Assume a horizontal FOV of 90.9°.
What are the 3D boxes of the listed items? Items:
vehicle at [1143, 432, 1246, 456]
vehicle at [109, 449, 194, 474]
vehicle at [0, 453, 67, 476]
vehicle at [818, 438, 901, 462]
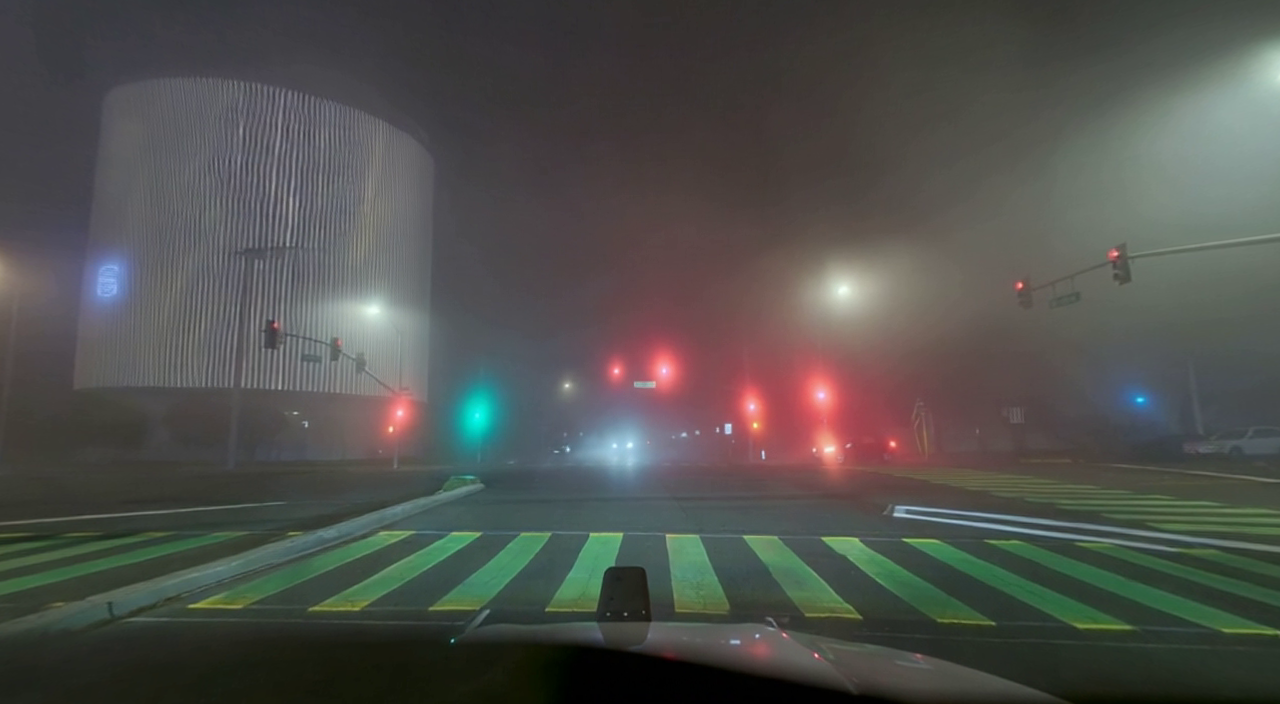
[{"bbox_3d":[36.171,6.024,41.200,4.767,1.456,1.858,-1,-8,3],"label":"vehicle"},{"bbox_3d":[-33.072,7.404,42.751,4.136,1.661,1.857,0,-8,1],"label":"vehicle"},{"bbox_3d":[-41.656,7.636,42.764,3.698,1.467,1.779,0,-8,1],"label":"vehicle"},{"bbox_3d":[13.559,6.088,39.199,4.529,1.457,1.981,-1,-9,8],"label":"vehicle"}]
